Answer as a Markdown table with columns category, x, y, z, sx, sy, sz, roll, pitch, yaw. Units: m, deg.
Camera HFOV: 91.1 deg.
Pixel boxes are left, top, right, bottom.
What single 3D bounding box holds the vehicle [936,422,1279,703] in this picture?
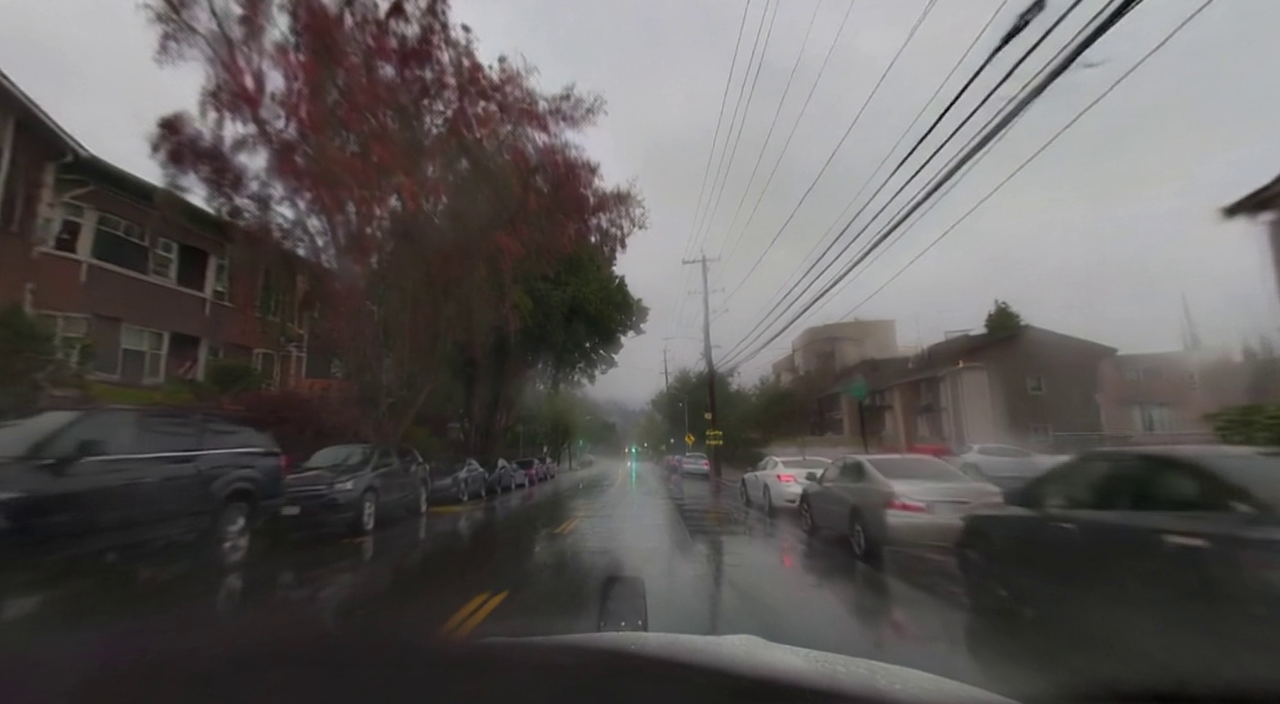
| category | x | y | z | sx | sy | sz | roll | pitch | yaw |
| --- | --- | --- | --- | --- | --- | --- | --- | --- | --- |
| vehicle | 3.772 | 1.227 | 3.780 | 1.881 | 1.500 | 4.299 | 0 | -9 | 0 |

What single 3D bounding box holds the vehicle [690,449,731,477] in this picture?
| category | x | y | z | sx | sy | sz | roll | pitch | yaw |
| --- | --- | --- | --- | --- | --- | --- | --- | --- | --- |
| vehicle | 4.041 | 6.406 | 36.496 | 1.883 | 1.527 | 3.828 | 0 | -9 | -1 |

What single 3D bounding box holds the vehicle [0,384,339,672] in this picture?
| category | x | y | z | sx | sy | sz | roll | pitch | yaw |
| --- | --- | --- | --- | --- | --- | --- | --- | --- | --- |
| vehicle | -6.138 | 1.709 | 7.158 | 2.376 | 2.219 | 6.021 | -2 | -8 | 1 |

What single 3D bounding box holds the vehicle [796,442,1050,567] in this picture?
| category | x | y | z | sx | sy | sz | roll | pitch | yaw |
| --- | --- | --- | --- | --- | --- | --- | --- | --- | --- |
| vehicle | 3.921 | 2.167 | 9.727 | 1.846 | 1.464 | 4.420 | 0 | -9 | 0 |
